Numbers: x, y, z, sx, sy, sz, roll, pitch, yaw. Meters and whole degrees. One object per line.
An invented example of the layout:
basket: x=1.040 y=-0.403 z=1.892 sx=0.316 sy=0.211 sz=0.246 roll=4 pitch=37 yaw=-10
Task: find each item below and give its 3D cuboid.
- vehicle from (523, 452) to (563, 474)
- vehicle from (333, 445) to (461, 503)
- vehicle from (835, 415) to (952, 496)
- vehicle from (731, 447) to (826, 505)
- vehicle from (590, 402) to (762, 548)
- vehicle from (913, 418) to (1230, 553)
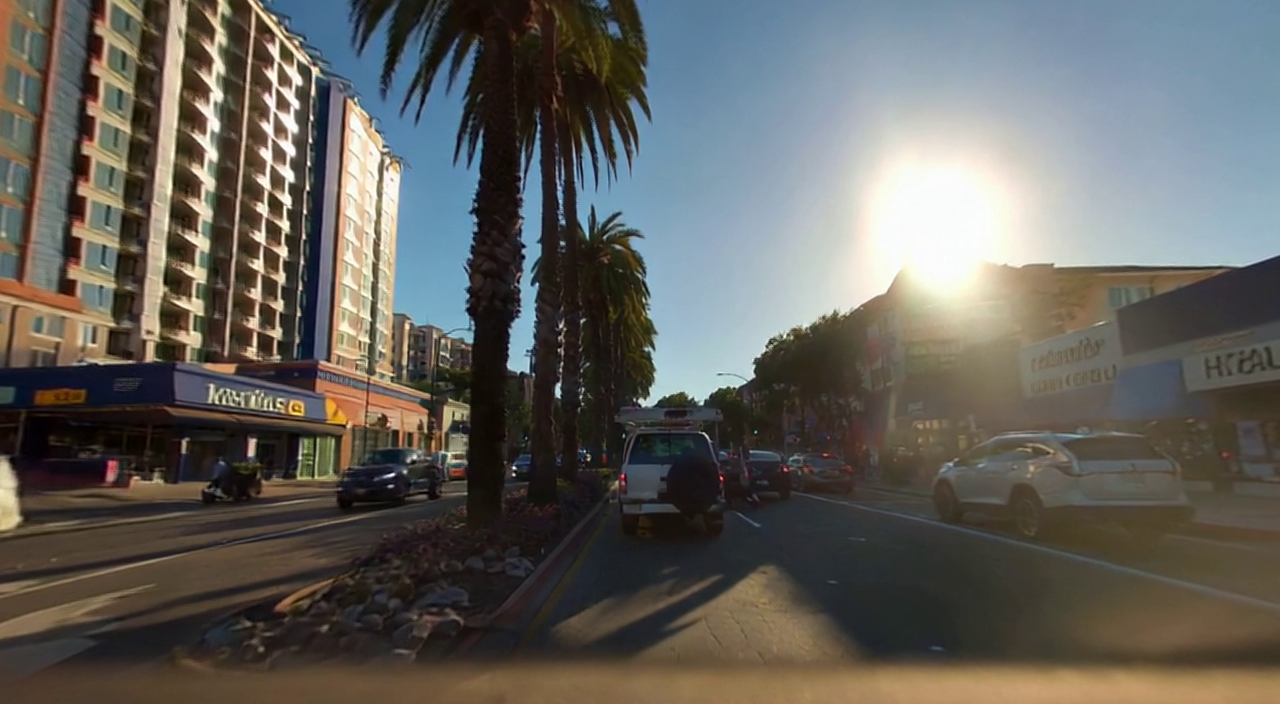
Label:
vehicle: x=-7.326 y=8.449 z=48.196 sx=2.061 sy=1.496 sz=4.600 roll=-1 pitch=-9 yaw=4
vehicle: x=-7.958 y=4.020 z=21.282 sx=2.268 sy=1.733 sz=4.821 roll=0 pitch=-9 yaw=2
vehicle: x=10.818 y=4.349 z=27.562 sx=2.663 sy=3.061 sz=5.602 roll=-1 pitch=-5 yaw=0
vehicle: x=4.190 y=3.810 z=19.811 sx=2.072 sy=1.595 sz=4.124 roll=0 pitch=-9 yaw=0
vehicle: x=0.578 y=2.209 z=11.978 sx=2.487 sy=2.115 sz=5.444 roll=0 pitch=-9 yaw=1
vehicle: x=7.511 y=2.370 z=11.990 sx=2.215 sy=1.973 sz=5.323 roll=0 pitch=-9 yaw=0
